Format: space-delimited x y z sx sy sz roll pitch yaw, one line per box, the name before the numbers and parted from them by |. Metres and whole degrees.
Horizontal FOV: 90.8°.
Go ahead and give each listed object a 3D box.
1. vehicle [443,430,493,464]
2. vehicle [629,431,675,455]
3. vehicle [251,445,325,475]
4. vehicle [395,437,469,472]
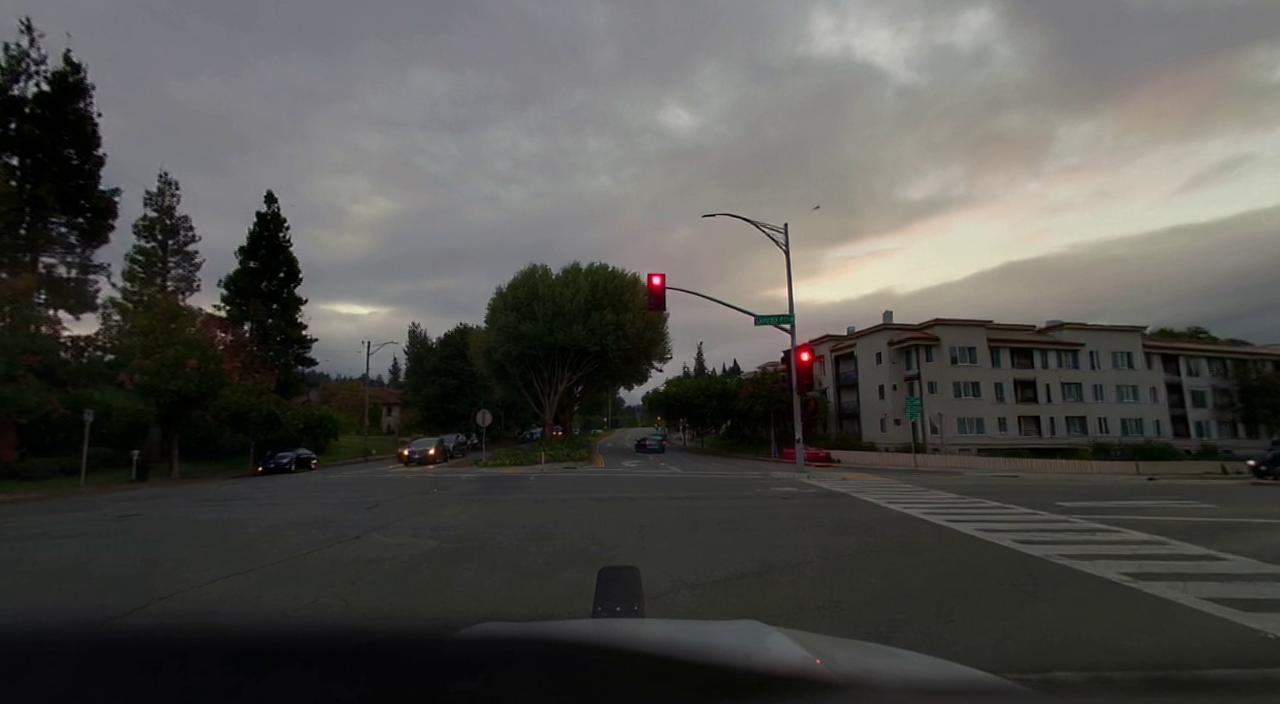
vehicle | -9.789 5.462 36.192 1.910 1.818 4.057 0 -9 -3
vehicle | 0.777 6.462 44.653 2.073 1.571 4.790 2 -9 -14
vehicle | -21.107 6.469 38.092 1.981 1.628 4.336 0 -9 -1
vehicle | -9.691 4.804 29.787 2.116 1.521 4.294 0 -9 -1
